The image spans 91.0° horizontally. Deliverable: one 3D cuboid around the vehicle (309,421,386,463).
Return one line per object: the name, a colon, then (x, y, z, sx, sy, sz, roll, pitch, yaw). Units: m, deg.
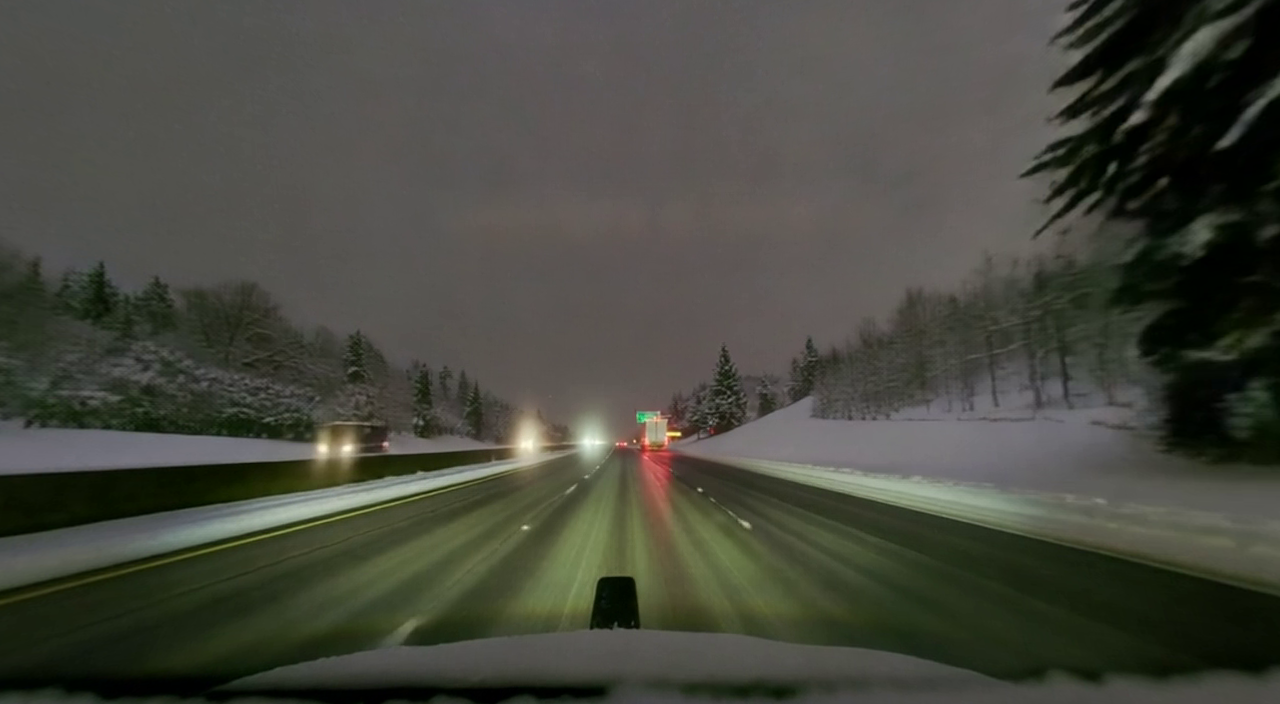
vehicle: (-22.140, 6.875, 48.046, 2.695, 2.900, 6.894, 0, -8, -2)
